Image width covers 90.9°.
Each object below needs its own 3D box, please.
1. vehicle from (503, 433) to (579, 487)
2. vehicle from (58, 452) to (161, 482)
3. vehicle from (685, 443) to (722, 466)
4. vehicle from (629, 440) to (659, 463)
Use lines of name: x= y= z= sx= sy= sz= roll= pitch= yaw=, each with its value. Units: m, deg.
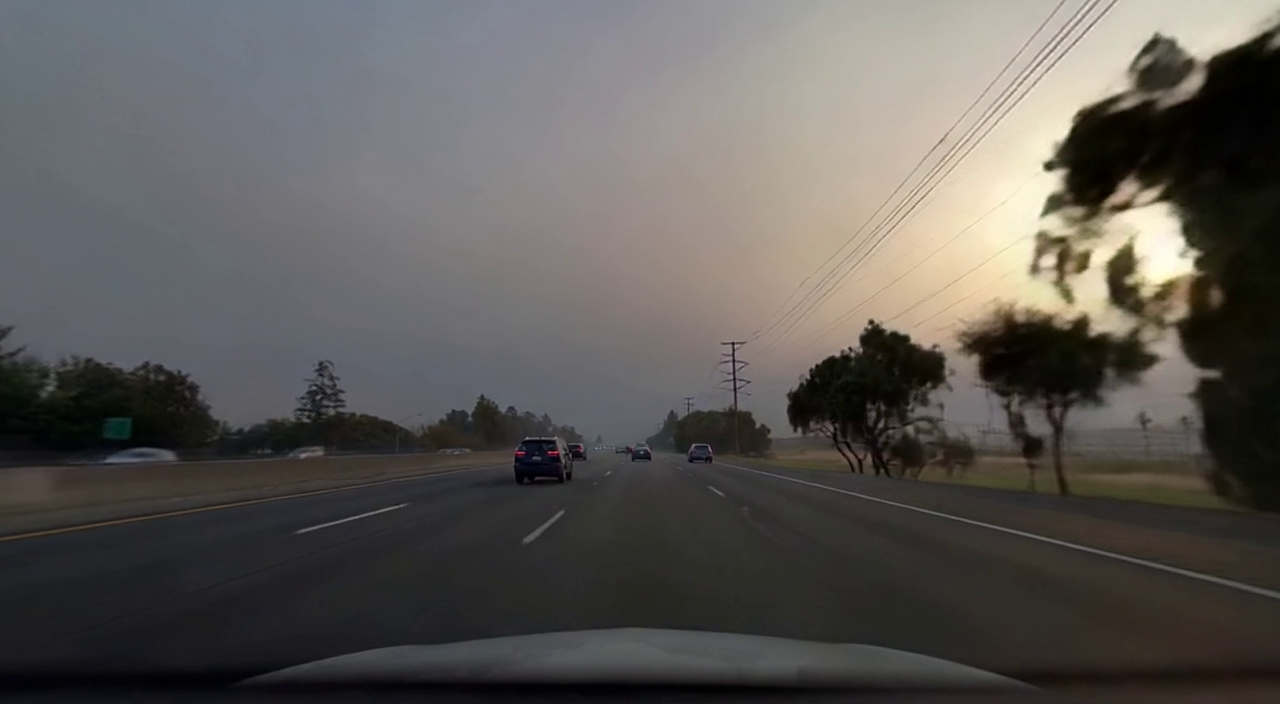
vehicle: x=-3.347 y=3.737 z=22.171 sx=1.961 sy=1.704 sz=4.052 roll=0 pitch=-8 yaw=1
vehicle: x=-28.939 y=6.256 z=34.615 sx=1.797 sy=1.464 sz=4.428 roll=0 pitch=-8 yaw=0
vehicle: x=4.274 y=6.953 z=43.005 sx=1.964 sy=1.479 sz=4.252 roll=0 pitch=-8 yaw=-1
vehicle: x=0.300 y=7.623 z=48.300 sx=2.156 sy=1.647 sz=3.987 roll=0 pitch=-8 yaw=1
